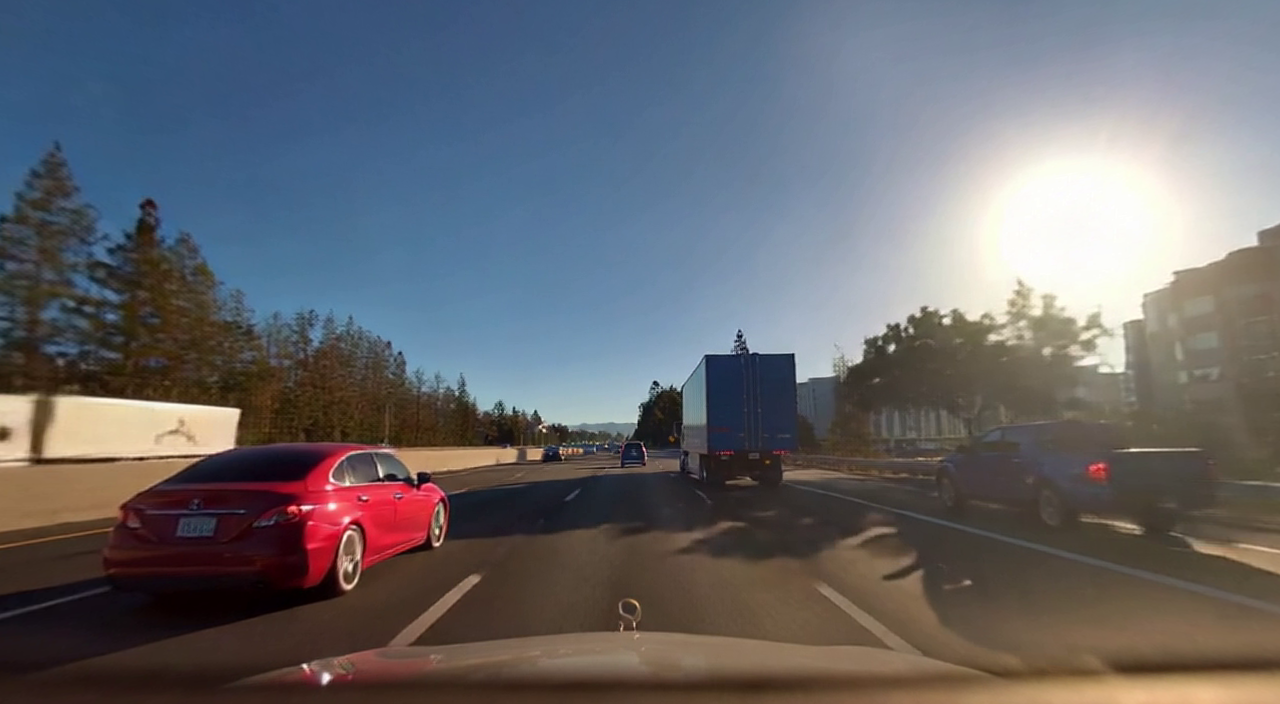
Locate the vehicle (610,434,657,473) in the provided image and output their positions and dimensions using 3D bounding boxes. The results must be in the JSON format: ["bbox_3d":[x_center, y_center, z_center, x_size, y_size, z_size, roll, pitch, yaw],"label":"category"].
[{"bbox_3d":[-0.338,5.157,32.224,2.203,1.805,4.358,0,-9,-1],"label":"vehicle"}]

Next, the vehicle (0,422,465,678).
[{"bbox_3d":[-3.199,1.454,5.849,1.864,1.406,4.544,0,-9,0],"label":"vehicle"}]

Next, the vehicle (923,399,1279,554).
[{"bbox_3d":[6.909,1.868,10.155,2.106,1.795,5.489,0,-9,-1],"label":"vehicle"}]

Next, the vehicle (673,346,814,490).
[{"bbox_3d":[3.310,2.988,25.422,2.876,4.086,15.117,0,-9,-1],"label":"vehicle"}]
